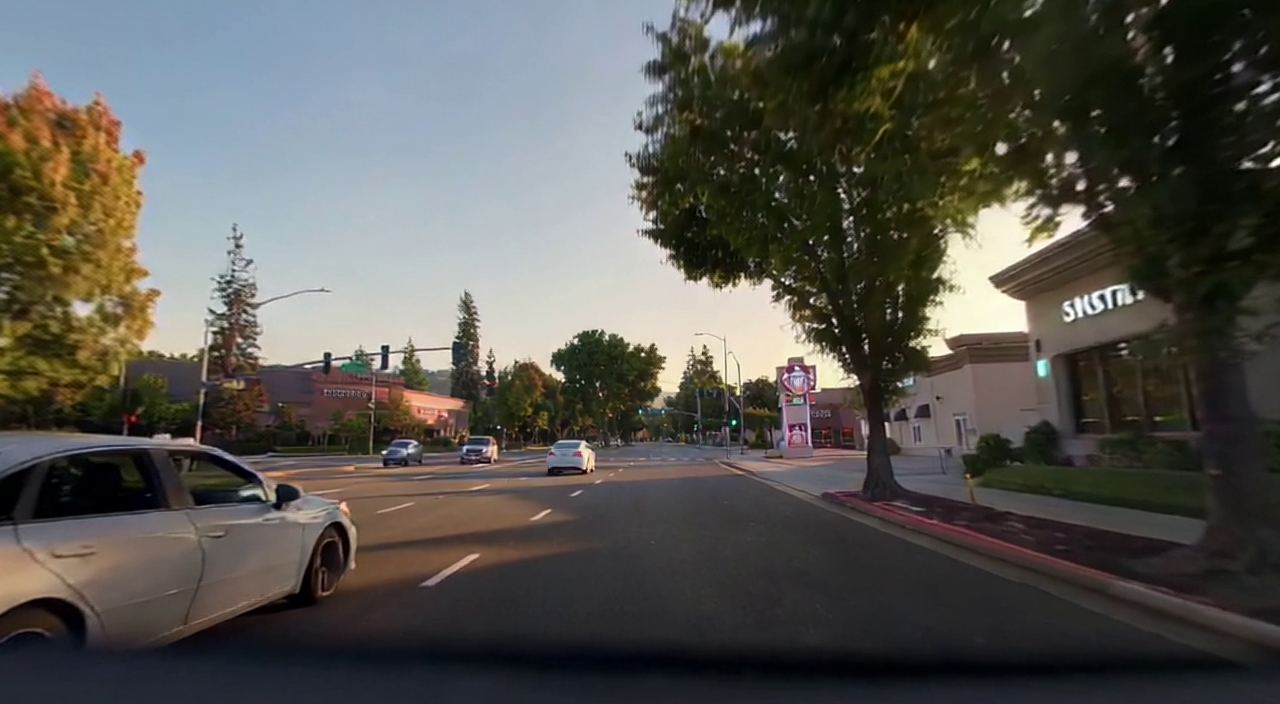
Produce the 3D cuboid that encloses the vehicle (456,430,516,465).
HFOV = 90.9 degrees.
[{"bbox_3d":[-8.839,5.553,36.625,2.030,1.906,4.661,0,-8,3],"label":"vehicle"}]

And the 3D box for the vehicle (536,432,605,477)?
[{"bbox_3d":[-2.776,4.243,26.198,2.109,1.692,4.220,-1,-8,4],"label":"vehicle"}]

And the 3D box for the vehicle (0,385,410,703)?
[{"bbox_3d":[-3.197,1.086,3.678,2.018,1.477,4.401,0,-8,0],"label":"vehicle"}]
